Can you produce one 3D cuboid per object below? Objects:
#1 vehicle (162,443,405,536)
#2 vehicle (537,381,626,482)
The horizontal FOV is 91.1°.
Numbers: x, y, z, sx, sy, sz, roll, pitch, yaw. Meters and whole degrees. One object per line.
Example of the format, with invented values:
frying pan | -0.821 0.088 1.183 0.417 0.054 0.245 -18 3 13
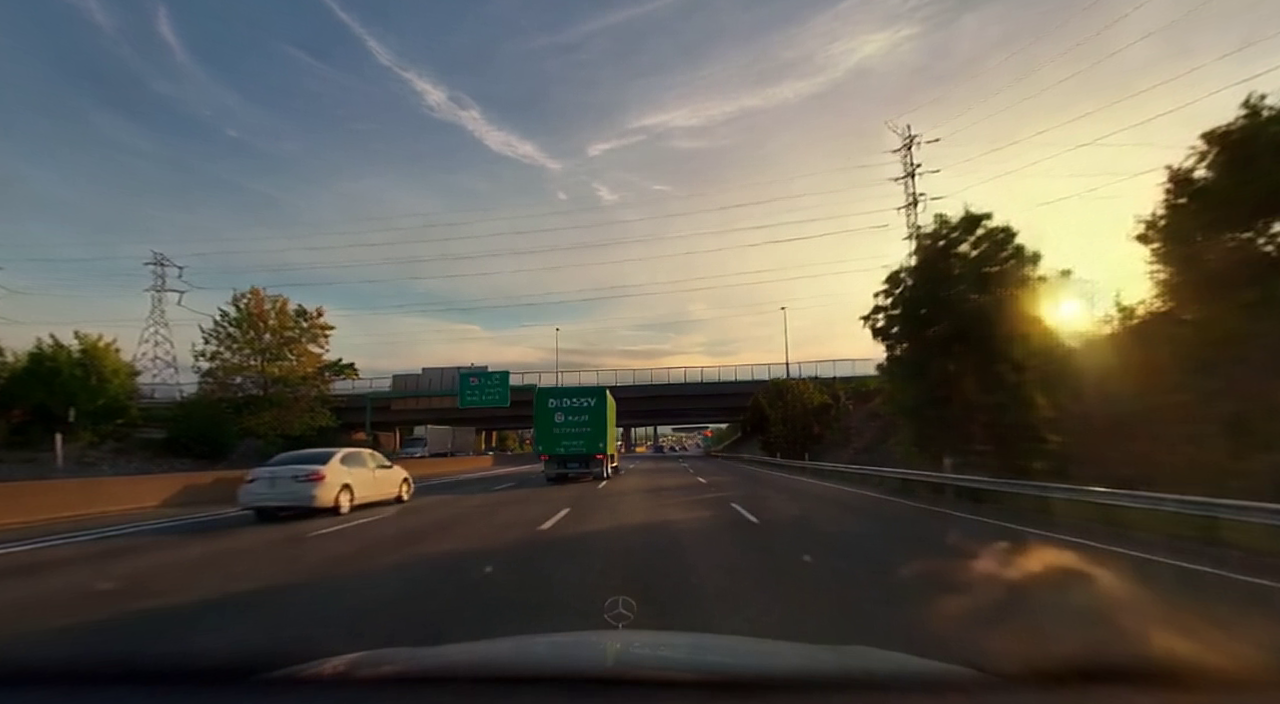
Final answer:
vehicle | -6.625 2.571 12.498 1.958 1.467 4.737 -1 -9 2
vehicle | -2.486 4.117 31.429 3.025 4.002 12.709 -1 -9 1
